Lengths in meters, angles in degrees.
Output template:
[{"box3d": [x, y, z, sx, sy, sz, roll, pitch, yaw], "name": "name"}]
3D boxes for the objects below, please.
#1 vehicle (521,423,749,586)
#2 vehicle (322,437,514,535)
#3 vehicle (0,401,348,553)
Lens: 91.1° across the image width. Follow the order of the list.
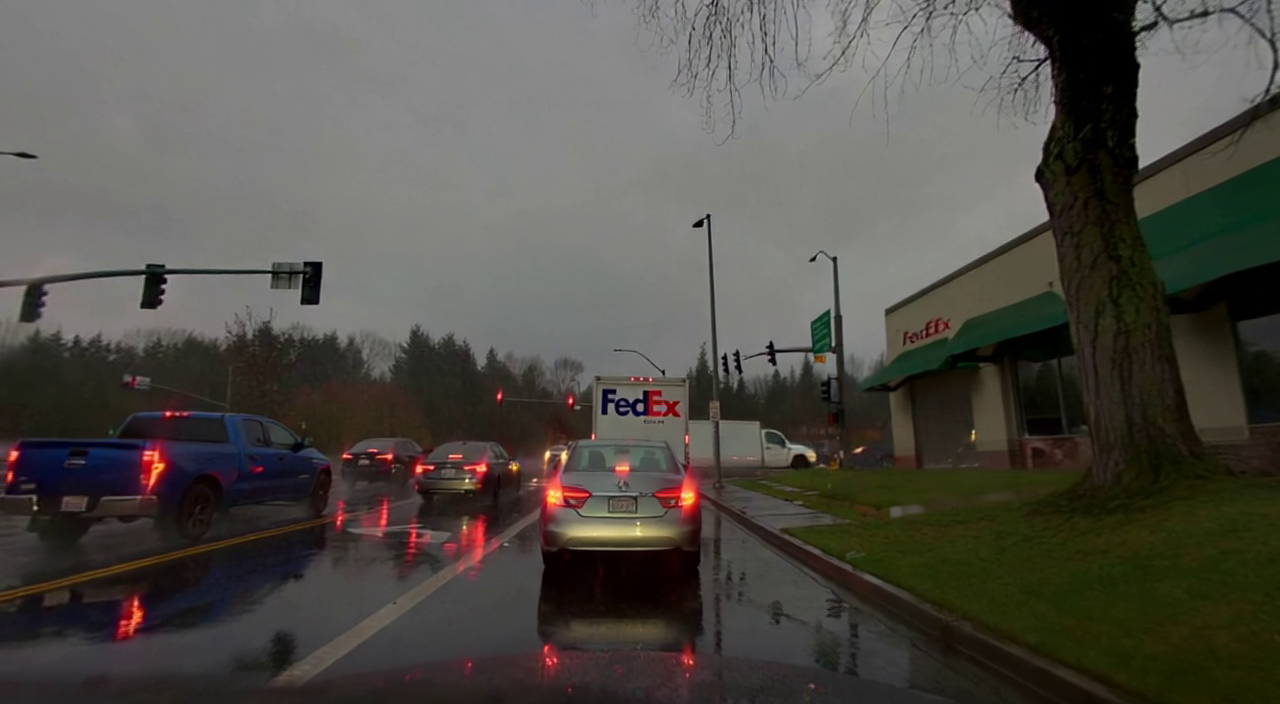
[{"box3d": [-0.047, 1.764, 8.124, 2.145, 1.513, 4.269, 0, -9, 0], "name": "vehicle"}, {"box3d": [-3.878, 2.398, 11.923, 1.949, 1.487, 4.390, 0, -9, 1], "name": "vehicle"}, {"box3d": [-7.300, 1.981, 10.718, 2.125, 1.893, 5.498, 0, -9, -2], "name": "vehicle"}]
